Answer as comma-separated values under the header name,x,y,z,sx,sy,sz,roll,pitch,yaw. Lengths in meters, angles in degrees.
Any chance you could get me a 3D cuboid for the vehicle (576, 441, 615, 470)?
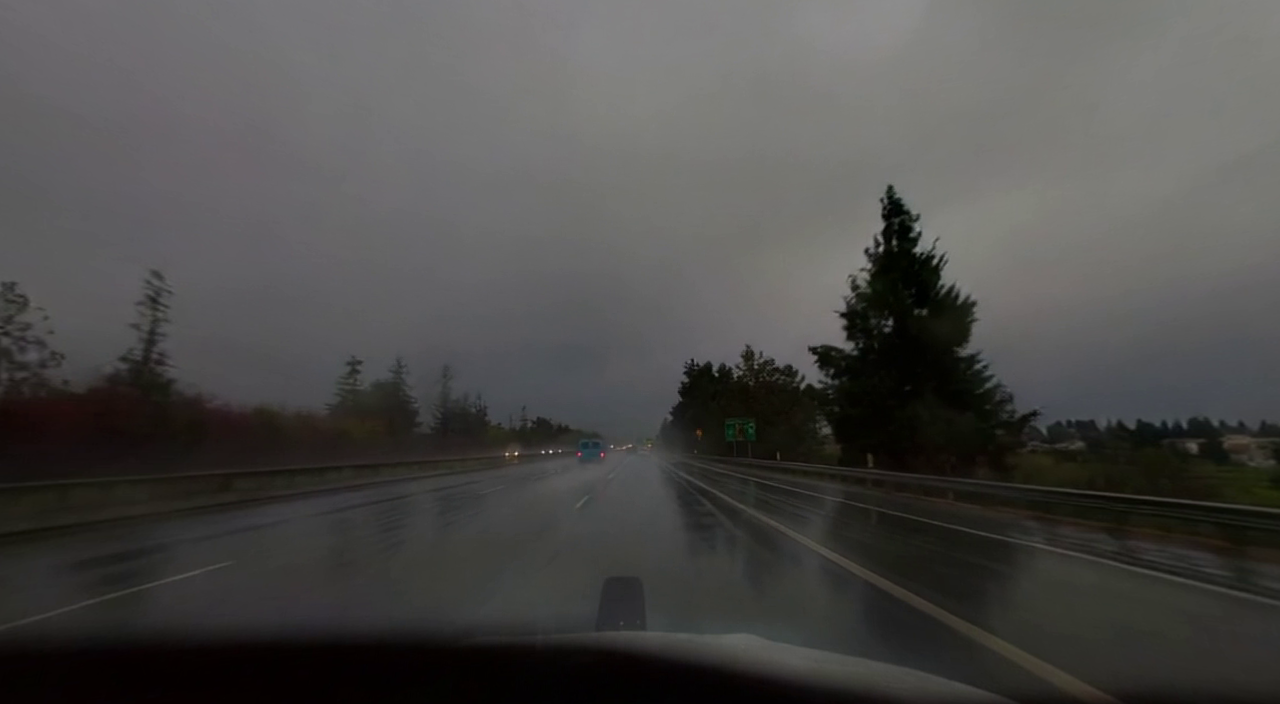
name,x,y,z,sx,sy,sz,roll,pitch,yaw
vehicle,-3.129,7.416,45.483,2.349,1.973,5.419,0,-9,0
